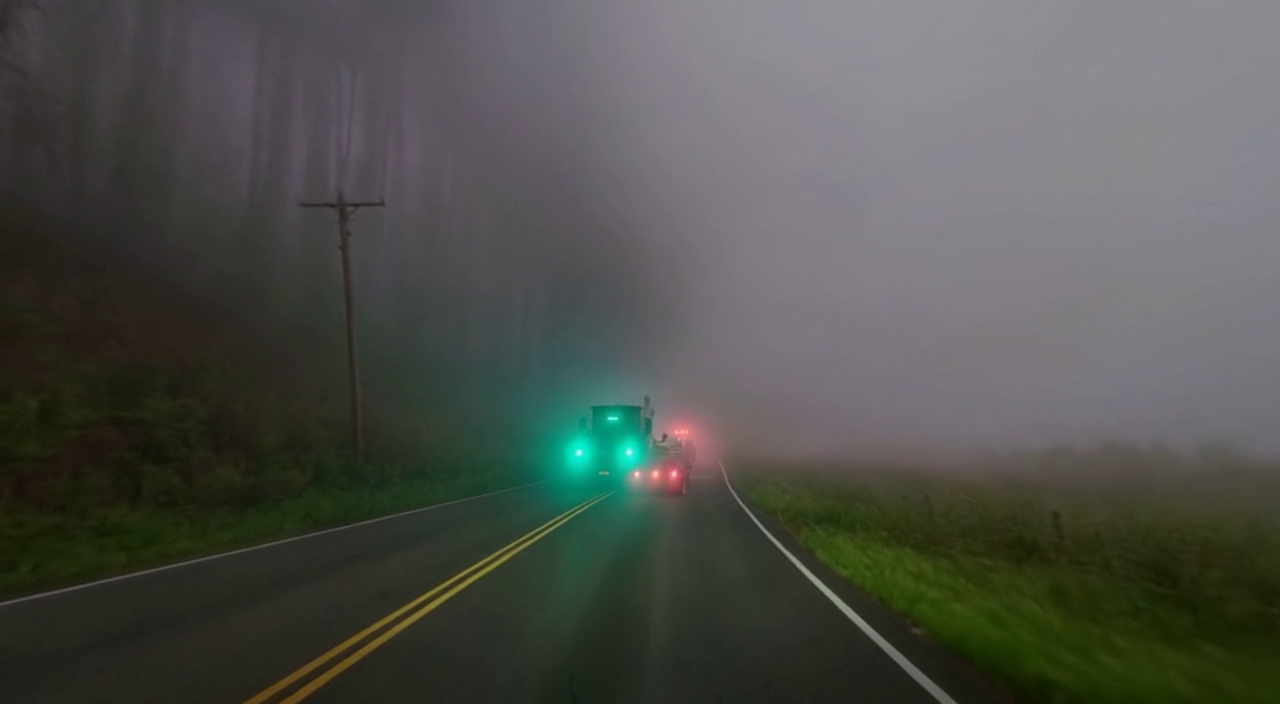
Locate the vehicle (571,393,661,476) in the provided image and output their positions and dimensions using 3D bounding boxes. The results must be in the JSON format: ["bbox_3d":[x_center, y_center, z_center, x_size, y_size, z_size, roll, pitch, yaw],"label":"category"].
[{"bbox_3d":[-1.583,5.110,37.886,4.788,4.368,6.529,3,-11,-5],"label":"vehicle"}]

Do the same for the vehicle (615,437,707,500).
[{"bbox_3d":[0.625,3.106,17.226,2.196,1.465,4.294,-1,-9,4],"label":"vehicle"}]
